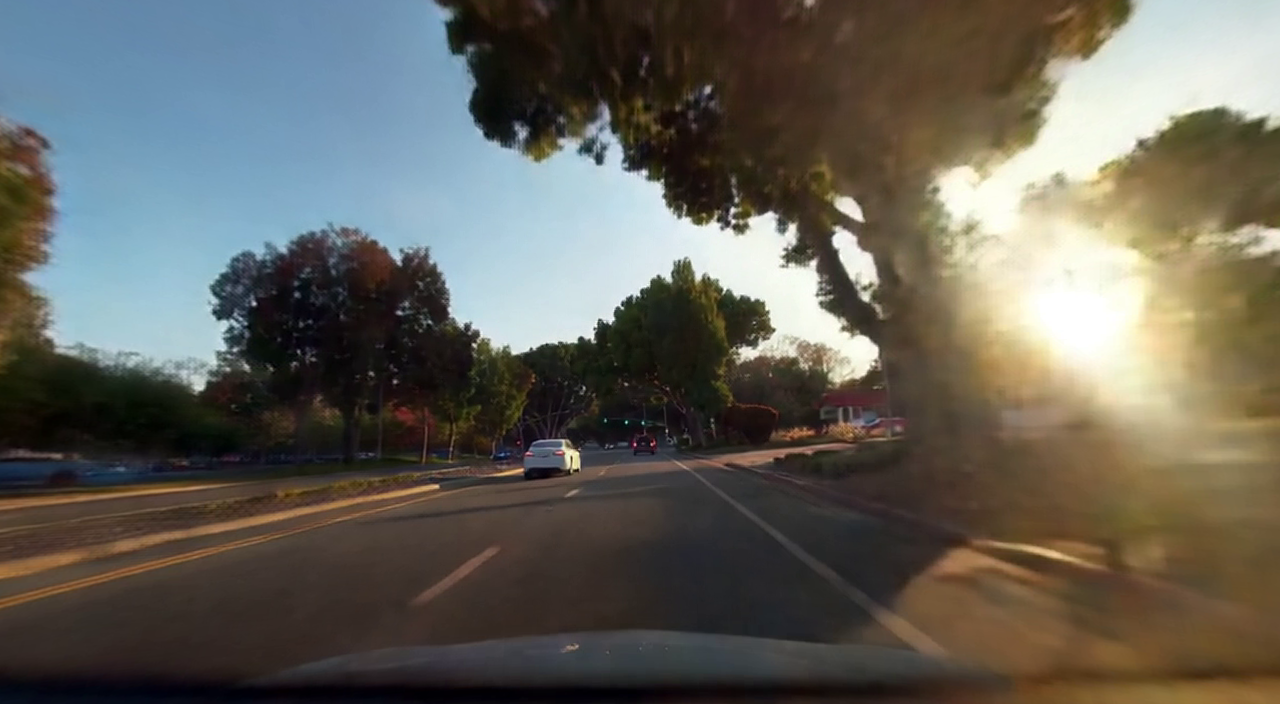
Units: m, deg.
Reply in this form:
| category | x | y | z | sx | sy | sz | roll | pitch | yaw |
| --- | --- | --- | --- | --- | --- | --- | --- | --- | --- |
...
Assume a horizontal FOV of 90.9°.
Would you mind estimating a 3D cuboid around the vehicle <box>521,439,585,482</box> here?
| category | x | y | z | sx | sy | sz | roll | pitch | yaw |
| --- | --- | --- | --- | --- | --- | --- | --- | --- | --- |
| vehicle | -3.544 | 4.525 | 26.530 | 1.914 | 1.630 | 4.351 | -1 | -8 | 2 |
